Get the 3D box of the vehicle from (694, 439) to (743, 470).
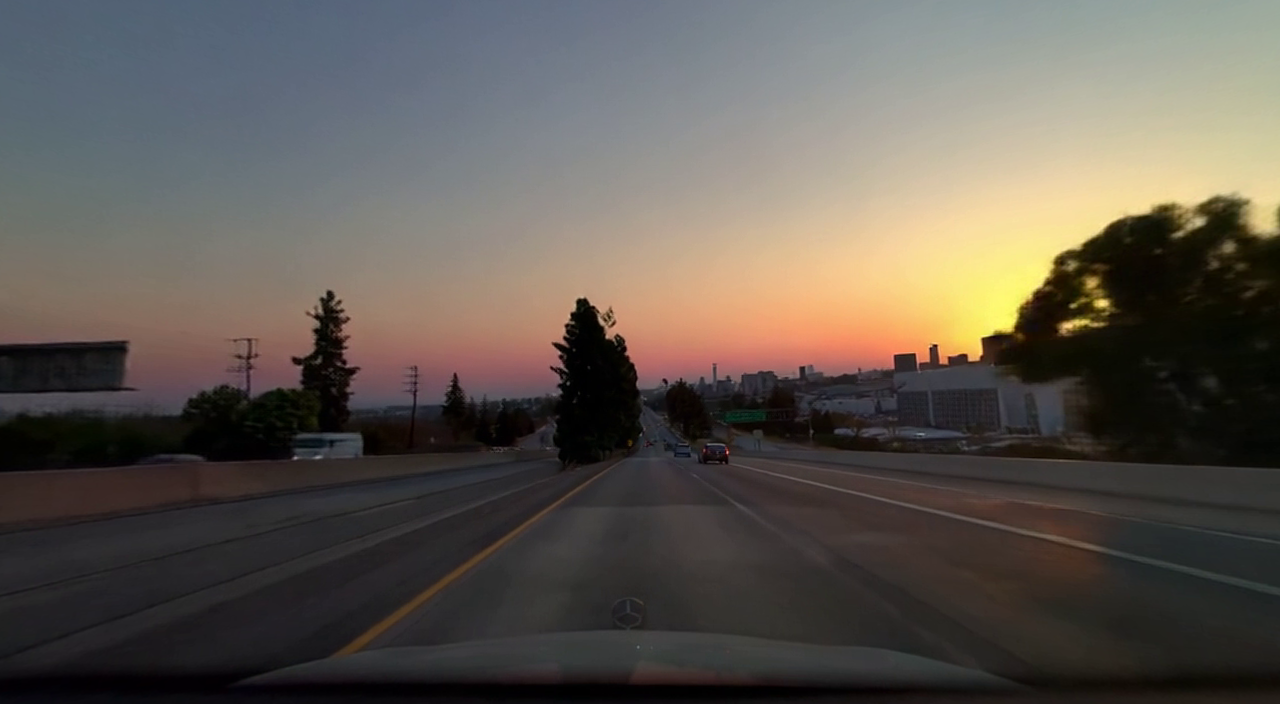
[{"bbox_3d":[4.103,5.443,33.623,2.062,1.518,4.026,0,-8,-1],"label":"vehicle"}]
